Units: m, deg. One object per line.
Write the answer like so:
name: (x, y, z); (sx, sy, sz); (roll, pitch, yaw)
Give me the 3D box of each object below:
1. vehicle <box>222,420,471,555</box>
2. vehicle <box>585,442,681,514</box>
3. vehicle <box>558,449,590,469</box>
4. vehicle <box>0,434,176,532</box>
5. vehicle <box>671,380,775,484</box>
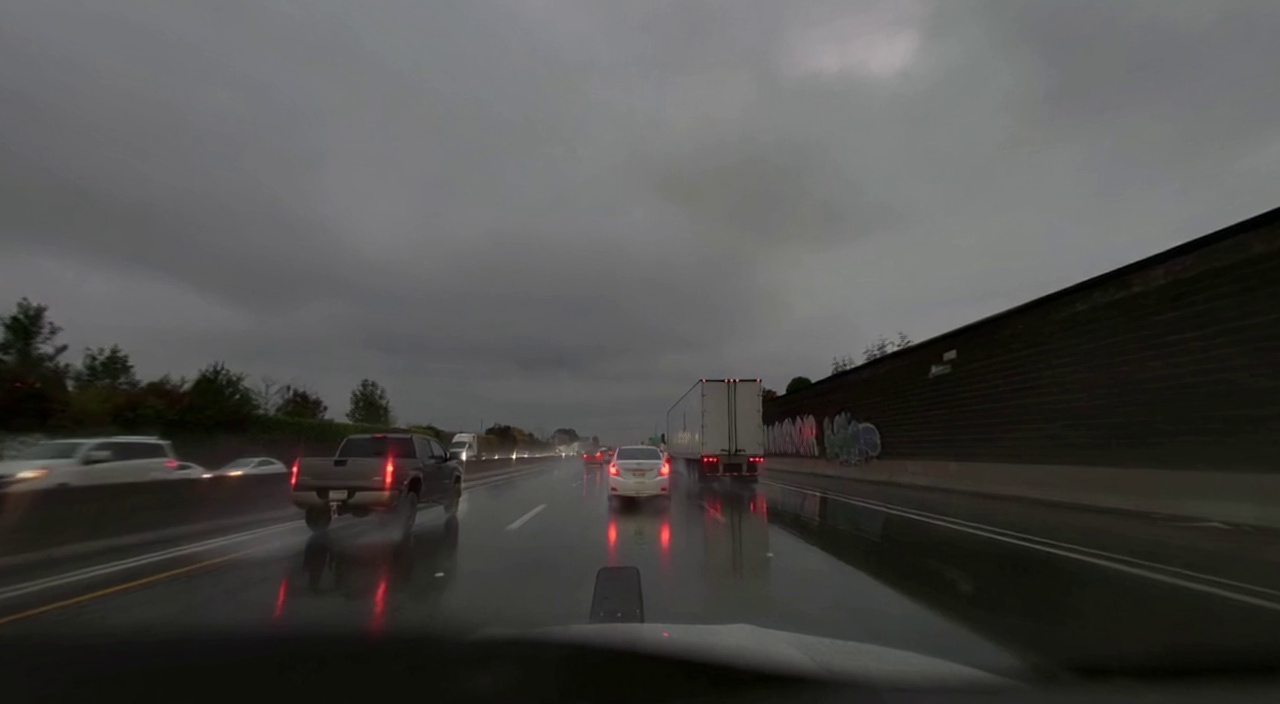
vehicle: (-4.526, 2.155, 10.739); (1.988, 1.750, 4.711); (0, -9, 0)
vehicle: (-0.212, 2.976, 15.372); (2.033, 1.468, 4.015); (0, -9, -2)
vehicle: (-5.034, 8.258, 48.774); (2.067, 1.481, 4.085); (0, -9, 0)
vehicle: (-12.723, 2.671, 13.285); (2.022, 1.773, 4.935); (-1, -9, 0)
vehicle: (3.566, 4.175, 31.730); (2.902, 4.014, 14.446); (0, -9, -2)
